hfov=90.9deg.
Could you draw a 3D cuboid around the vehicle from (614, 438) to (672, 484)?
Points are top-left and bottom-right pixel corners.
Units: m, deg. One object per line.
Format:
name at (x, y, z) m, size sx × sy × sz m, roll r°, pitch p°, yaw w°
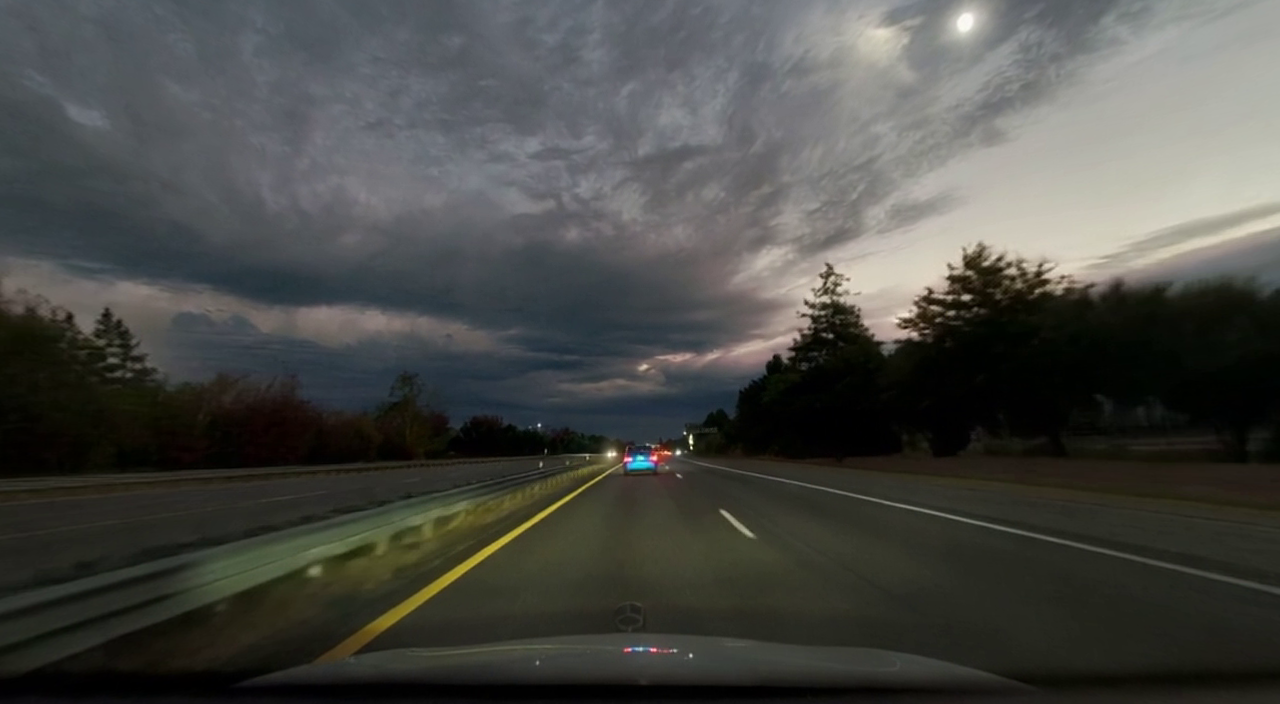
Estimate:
vehicle at (0.139, 4.498, 26.119) m, size 2.190 × 1.706 × 4.062 m, roll -1°, pitch -9°, yaw 1°
